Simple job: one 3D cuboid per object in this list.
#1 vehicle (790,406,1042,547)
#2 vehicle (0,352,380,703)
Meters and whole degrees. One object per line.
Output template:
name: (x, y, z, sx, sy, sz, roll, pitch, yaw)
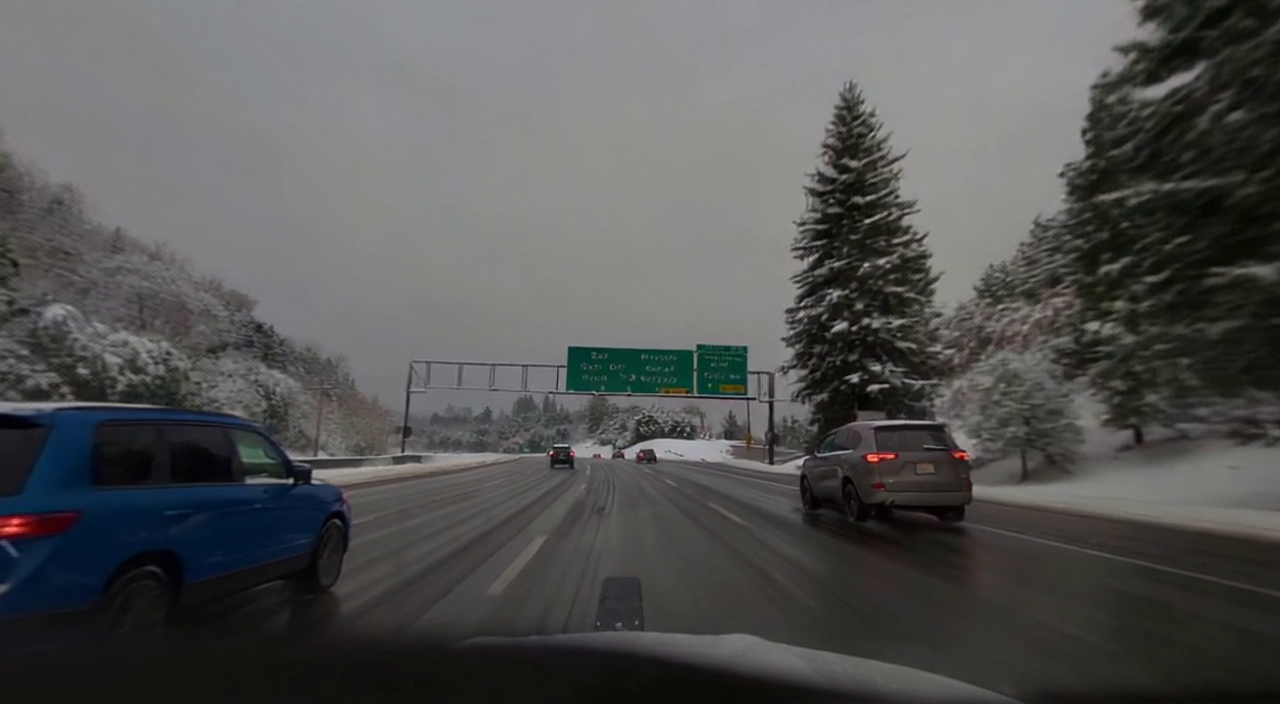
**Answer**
vehicle: (4.342, 2.068, 11.086, 2.103, 1.903, 4.837, 0, -9, -2)
vehicle: (-3.861, 1.142, 4.321, 2.213, 1.766, 4.598, 0, -9, -1)
